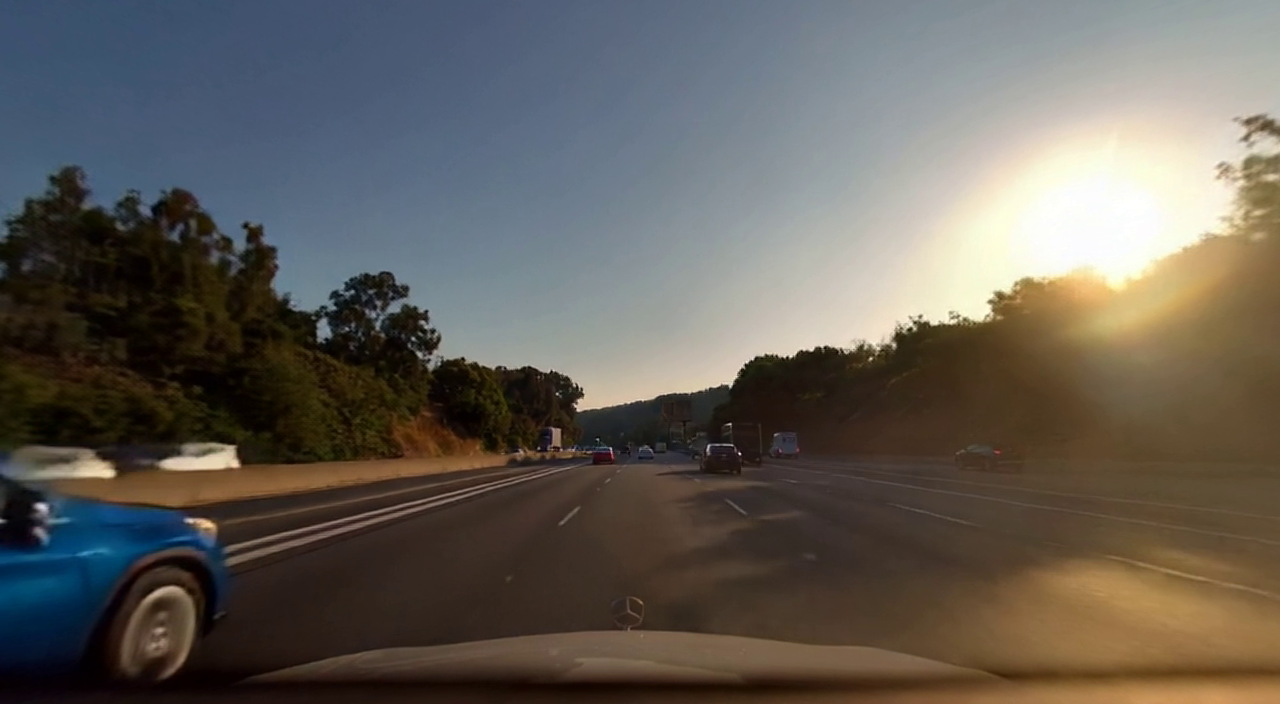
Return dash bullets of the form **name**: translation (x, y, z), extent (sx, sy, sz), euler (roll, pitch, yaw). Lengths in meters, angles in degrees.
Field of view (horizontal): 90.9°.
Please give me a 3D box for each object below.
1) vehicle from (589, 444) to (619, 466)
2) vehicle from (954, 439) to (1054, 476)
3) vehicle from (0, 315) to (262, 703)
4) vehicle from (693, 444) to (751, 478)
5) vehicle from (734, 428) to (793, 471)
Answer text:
- **vehicle**: translation (-2.730, 8.011, 49.124), extent (2.060, 1.587, 4.093), euler (0, -9, 1)
- **vehicle**: translation (21.312, 6.182, 37.344), extent (2.221, 1.995, 5.803), euler (0, -9, -3)
- **vehicle**: translation (-3.440, 0.587, 1.112), extent (2.218, 1.764, 5.229), euler (0, -9, 1)
- **vehicle**: translation (3.860, 5.217, 30.389), extent (2.080, 1.493, 4.674), euler (0, -9, -1)
- **vehicle**: translation (8.111, 6.498, 42.059), extent (2.729, 2.628, 4.875), euler (0, -9, -2)
